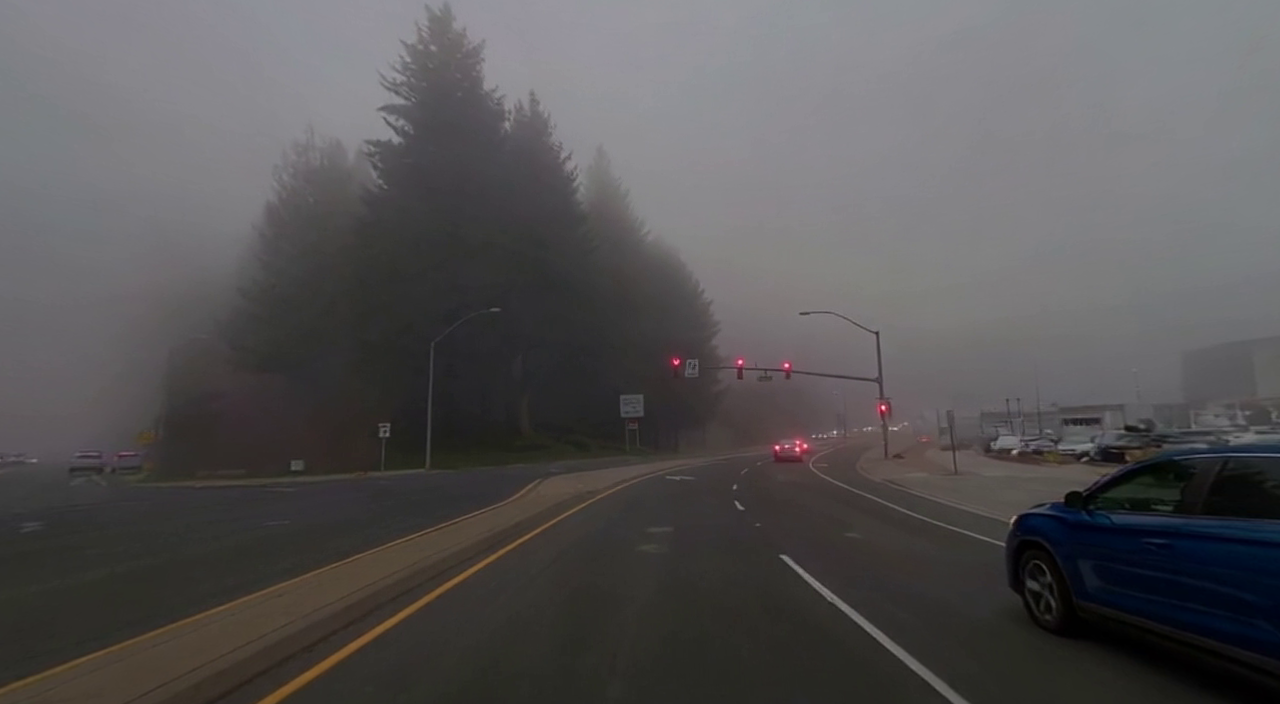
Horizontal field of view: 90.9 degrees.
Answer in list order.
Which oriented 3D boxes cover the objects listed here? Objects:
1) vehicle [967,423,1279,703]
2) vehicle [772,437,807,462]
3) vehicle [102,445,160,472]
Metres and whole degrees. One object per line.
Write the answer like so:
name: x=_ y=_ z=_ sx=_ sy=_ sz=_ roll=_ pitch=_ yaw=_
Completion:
vehicle: x=4.132 y=1.191 z=3.780 sx=1.938 sy=1.466 sz=4.434 roll=0 pitch=-8 yaw=0
vehicle: x=10.959 y=7.092 z=45.981 sx=2.311 sy=1.715 sz=4.287 roll=-2 pitch=-9 yaw=15
vehicle: x=-37.697 y=7.851 z=46.803 sx=2.275 sy=1.870 sz=4.522 roll=4 pitch=-9 yaw=-25
